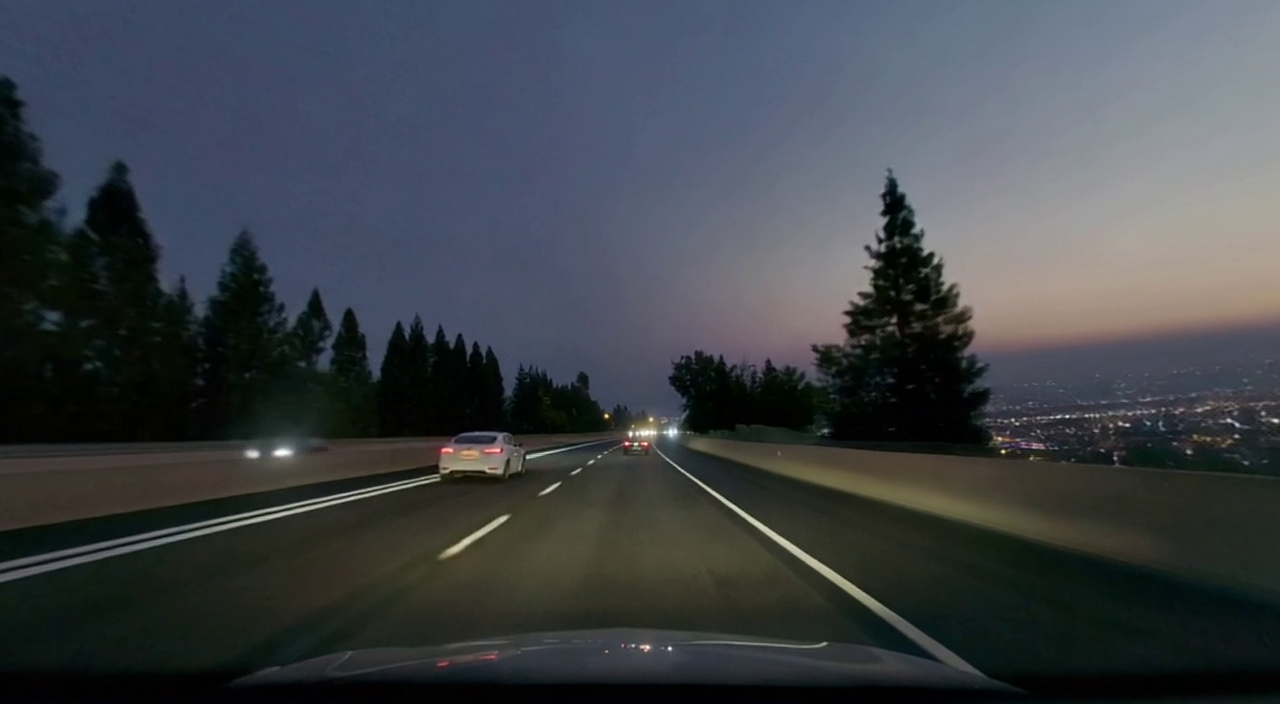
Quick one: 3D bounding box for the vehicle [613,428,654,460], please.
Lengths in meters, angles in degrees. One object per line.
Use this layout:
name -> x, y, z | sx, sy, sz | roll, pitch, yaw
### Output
vehicle -> -0.352, 5.025, 34.497 | 2.134, 1.654, 4.174 | 0, -8, -1

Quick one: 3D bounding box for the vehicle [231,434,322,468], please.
vehicle -> -17.490, 4.764, 30.568 | 1.865, 1.505, 4.337 | 0, -8, 0

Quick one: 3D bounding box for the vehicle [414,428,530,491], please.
vehicle -> -4.420, 2.883, 17.330 | 2.030, 1.491, 4.046 | 0, -8, 1
